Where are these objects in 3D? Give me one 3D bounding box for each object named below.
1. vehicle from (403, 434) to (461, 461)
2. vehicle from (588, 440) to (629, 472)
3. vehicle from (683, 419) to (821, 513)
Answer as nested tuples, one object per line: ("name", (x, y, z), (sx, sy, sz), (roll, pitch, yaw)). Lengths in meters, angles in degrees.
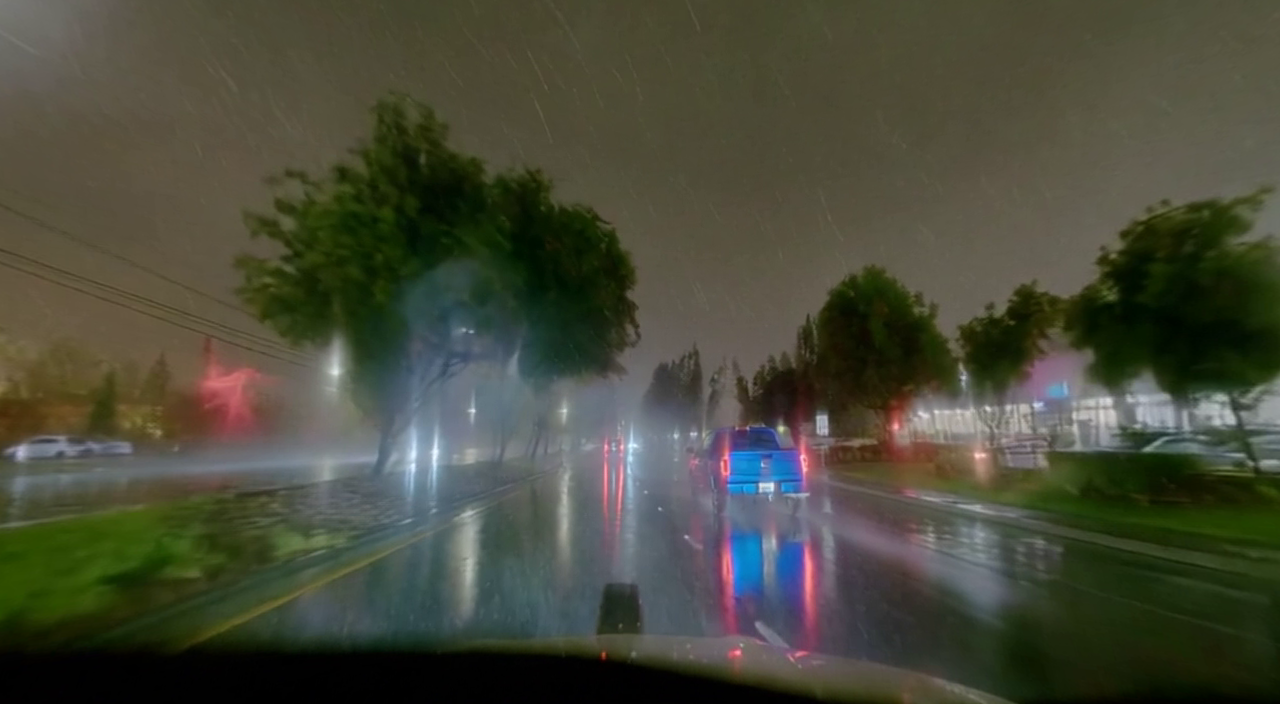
("vehicle", (-14.224, 6.584, 43.311), (2.088, 1.718, 4.798), (0, -9, 4))
("vehicle", (-1.604, 5.419, 33.054), (1.968, 1.521, 4.262), (1, -9, -1))
("vehicle", (2.524, 2.805, 15.999), (2.367, 1.919, 5.651), (1, -9, -1))
